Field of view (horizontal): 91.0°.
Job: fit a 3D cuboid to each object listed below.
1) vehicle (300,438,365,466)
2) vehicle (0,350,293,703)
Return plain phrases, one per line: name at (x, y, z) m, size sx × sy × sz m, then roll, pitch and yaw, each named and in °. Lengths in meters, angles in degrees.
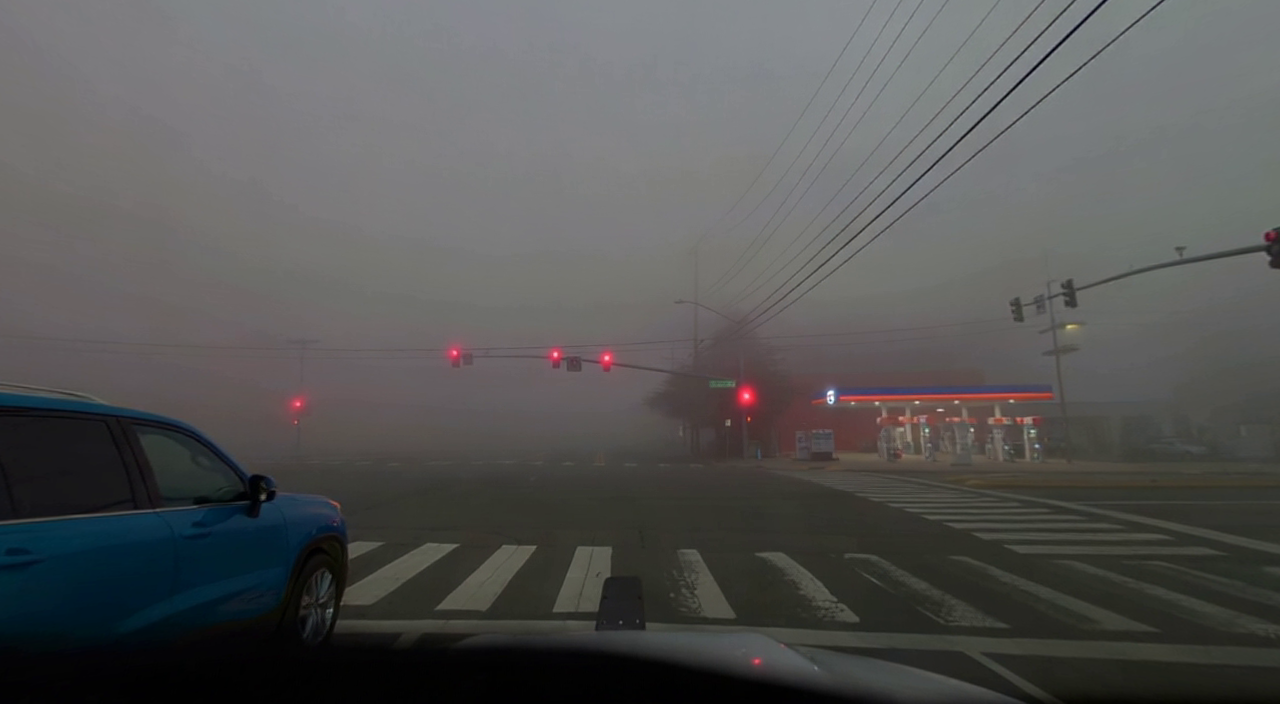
vehicle at (-20.468, 6.682, 42.158) m, size 2.004 × 1.699 × 4.486 m, roll 0°, pitch -9°, yaw 1°
vehicle at (-3.426, 0.800, 2.047) m, size 2.053 × 1.690 × 4.364 m, roll 0°, pitch -9°, yaw 0°
